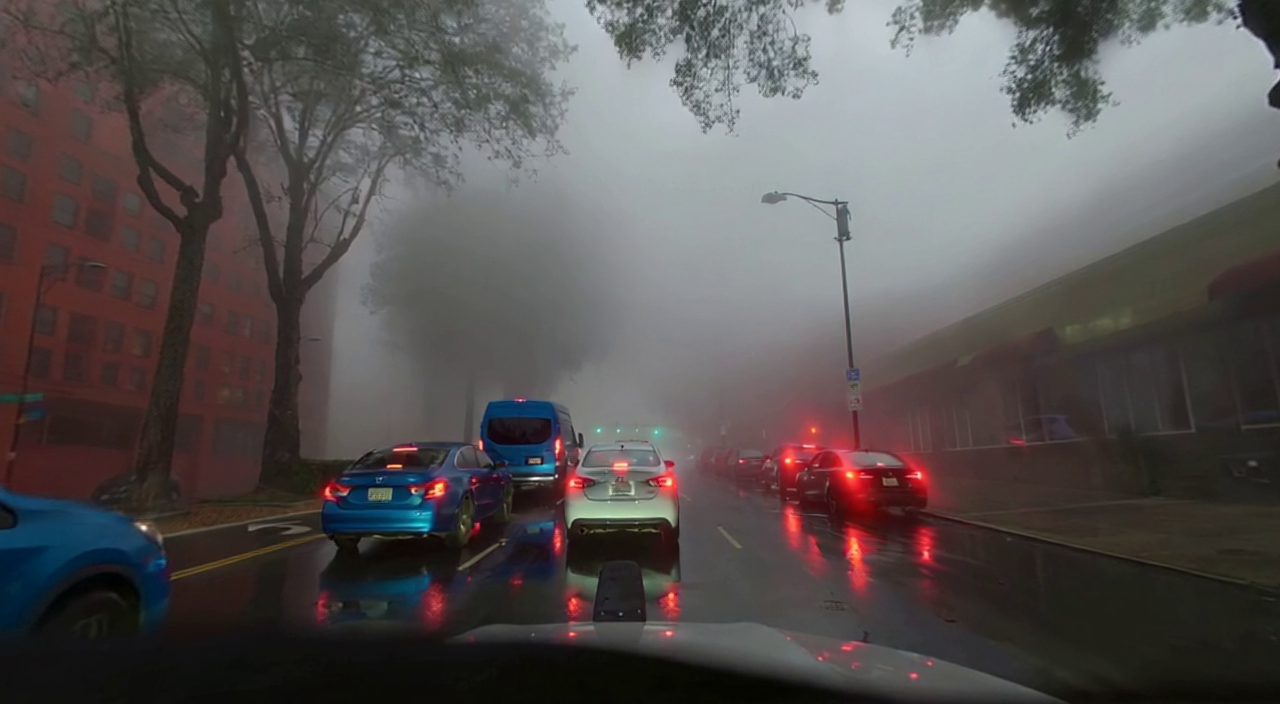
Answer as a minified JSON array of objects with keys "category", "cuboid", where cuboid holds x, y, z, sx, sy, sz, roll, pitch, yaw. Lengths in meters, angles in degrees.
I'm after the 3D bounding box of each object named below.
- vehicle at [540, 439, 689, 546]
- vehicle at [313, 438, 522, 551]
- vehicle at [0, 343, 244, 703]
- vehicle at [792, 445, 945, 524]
[{"category":"vehicle","cuboid":[-0.378,2.350,11.224,2.152,1.518,4.113,0,-9,0]},{"category":"vehicle","cuboid":[-3.531,2.334,11.073,1.995,1.554,4.426,0,-9,1]},{"category":"vehicle","cuboid":[-3.712,0.718,1.715,2.140,1.768,4.685,0,-9,1]},{"category":"vehicle","cuboid":[4.897,2.860,14.176,1.832,1.491,4.054,1,-9,-1]}]
